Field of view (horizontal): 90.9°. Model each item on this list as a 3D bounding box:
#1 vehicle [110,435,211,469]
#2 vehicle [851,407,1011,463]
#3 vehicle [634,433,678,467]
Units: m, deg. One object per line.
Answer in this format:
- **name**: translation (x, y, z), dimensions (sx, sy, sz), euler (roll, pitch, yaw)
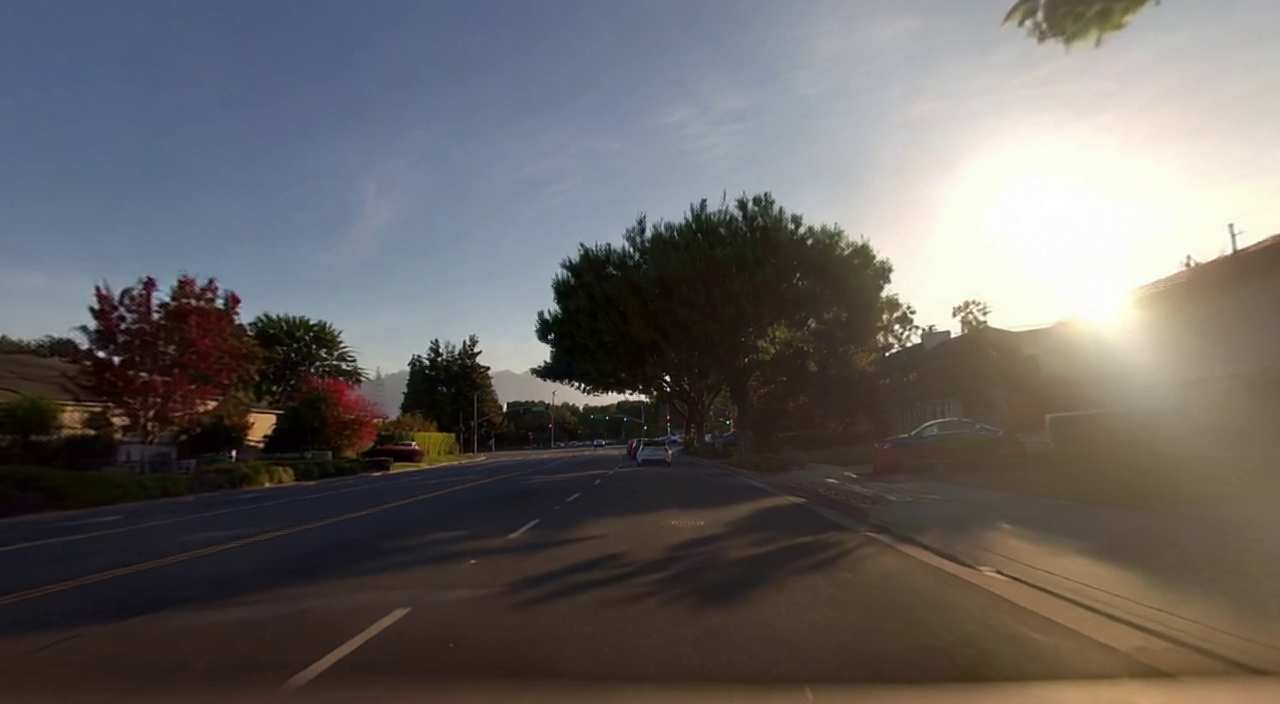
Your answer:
- **vehicle**: translation (-28.255, 5.847, 37.124), dimensions (5.100, 1.864, 2.490), euler (-4, -9, 25)
- **vehicle**: translation (10.376, 3.001, 22.759), dimensions (4.746, 1.485, 1.916), euler (-5, -8, 0)
- **vehicle**: translation (0.793, 4.920, 31.683), dimensions (2.088, 1.607, 3.903), euler (0, -8, 1)
